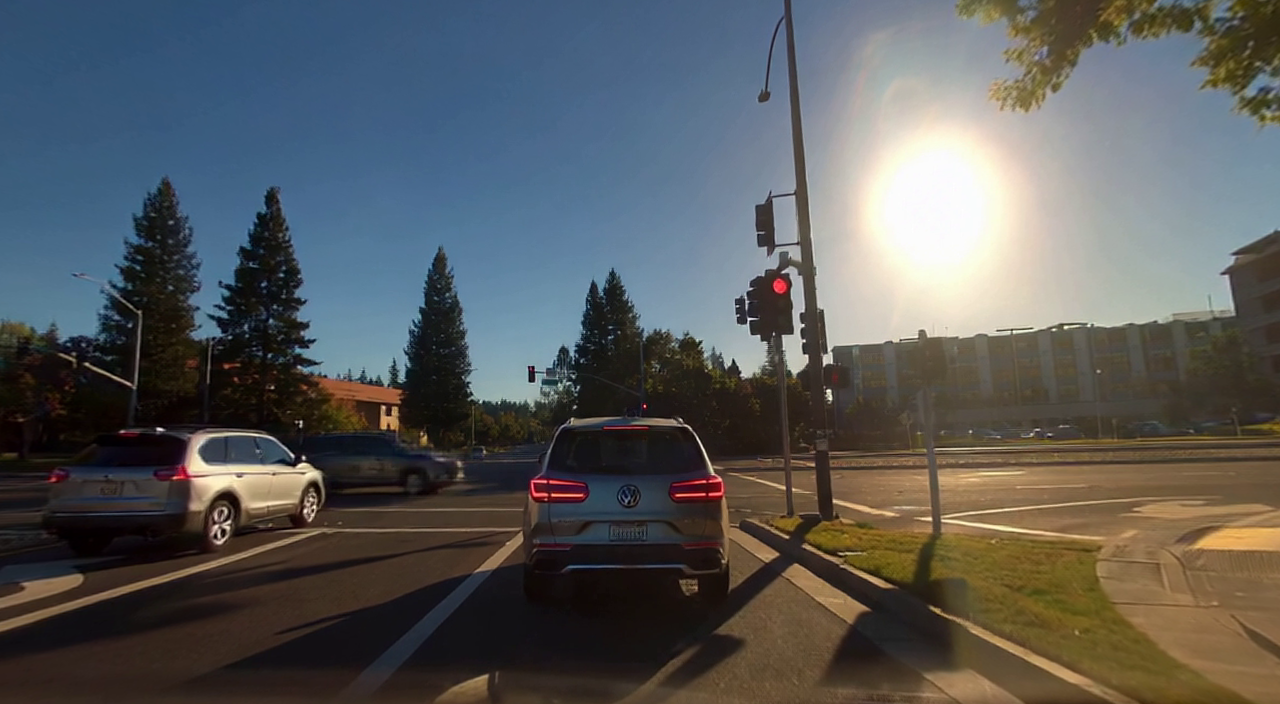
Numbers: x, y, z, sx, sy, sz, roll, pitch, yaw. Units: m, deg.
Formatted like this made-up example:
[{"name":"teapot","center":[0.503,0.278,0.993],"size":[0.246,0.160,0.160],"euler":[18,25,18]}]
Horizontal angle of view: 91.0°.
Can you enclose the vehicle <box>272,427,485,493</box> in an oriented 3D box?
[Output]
[{"name":"vehicle","center":[-7.889,3.283,19.288],"size":[5.623,1.843,2.147],"euler":[-1,-9,8]}]

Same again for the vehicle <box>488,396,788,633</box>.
[{"name":"vehicle","center":[-0.162,1.466,6.672],"size":[2.154,1.670,4.140],"euler":[1,-9,-5]}]

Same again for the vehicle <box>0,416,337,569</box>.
[{"name":"vehicle","center":[-6.395,1.904,9.295],"size":[2.020,1.695,4.187],"euler":[1,-9,-5]}]
